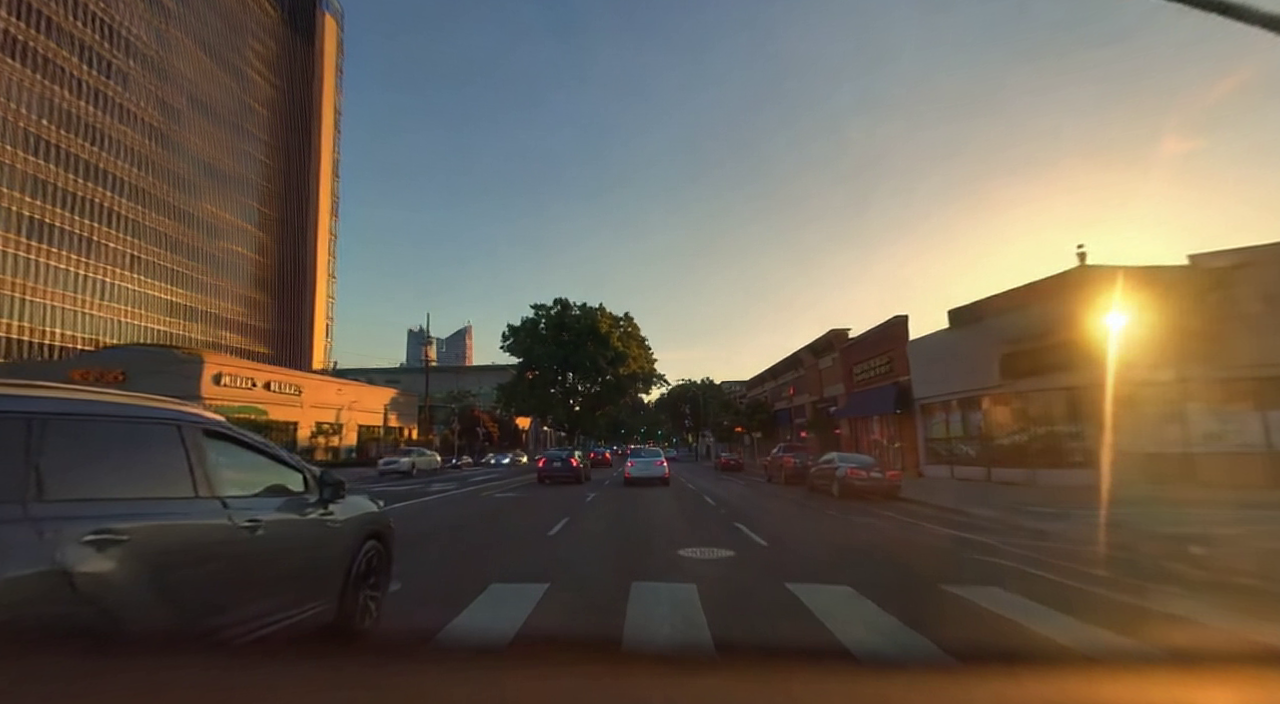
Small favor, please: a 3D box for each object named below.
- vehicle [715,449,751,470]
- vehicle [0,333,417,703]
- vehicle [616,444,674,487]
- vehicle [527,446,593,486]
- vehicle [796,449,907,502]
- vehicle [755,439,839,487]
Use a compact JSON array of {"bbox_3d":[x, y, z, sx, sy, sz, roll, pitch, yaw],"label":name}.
[{"bbox_3d":[6.949,8.103,47.609,2.014,1.495,4.562,0,-9,-1],"label":"vehicle"},{"bbox_3d":[-2.926,0.939,2.978,2.049,1.646,4.445,0,-9,1],"label":"vehicle"},{"bbox_3d":[0.196,4.278,24.036,2.037,1.484,4.073,0,-9,0],"label":"vehicle"},{"bbox_3d":[-3.095,4.477,25.141,1.950,1.450,4.257,0,-9,2],"label":"vehicle"},{"bbox_3d":[6.457,3.794,19.835,1.944,1.462,4.406,0,-9,0],"label":"vehicle"},{"bbox_3d":[6.539,4.675,26.872,2.159,1.817,5.056,0,-9,-1],"label":"vehicle"}]
